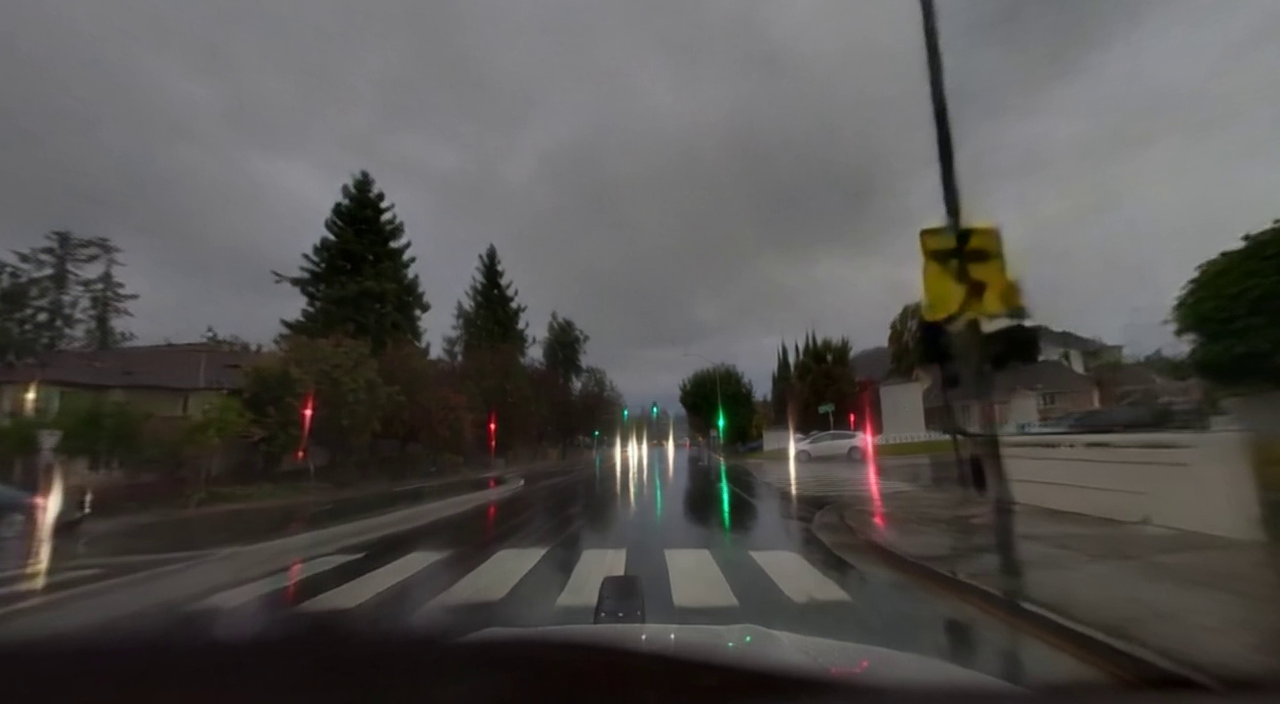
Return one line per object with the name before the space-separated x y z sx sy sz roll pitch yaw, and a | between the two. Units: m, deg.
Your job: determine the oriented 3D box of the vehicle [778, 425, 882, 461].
vehicle | 9.798 4.680 32.543 4.906 1.729 2.414 -3 -9 21
